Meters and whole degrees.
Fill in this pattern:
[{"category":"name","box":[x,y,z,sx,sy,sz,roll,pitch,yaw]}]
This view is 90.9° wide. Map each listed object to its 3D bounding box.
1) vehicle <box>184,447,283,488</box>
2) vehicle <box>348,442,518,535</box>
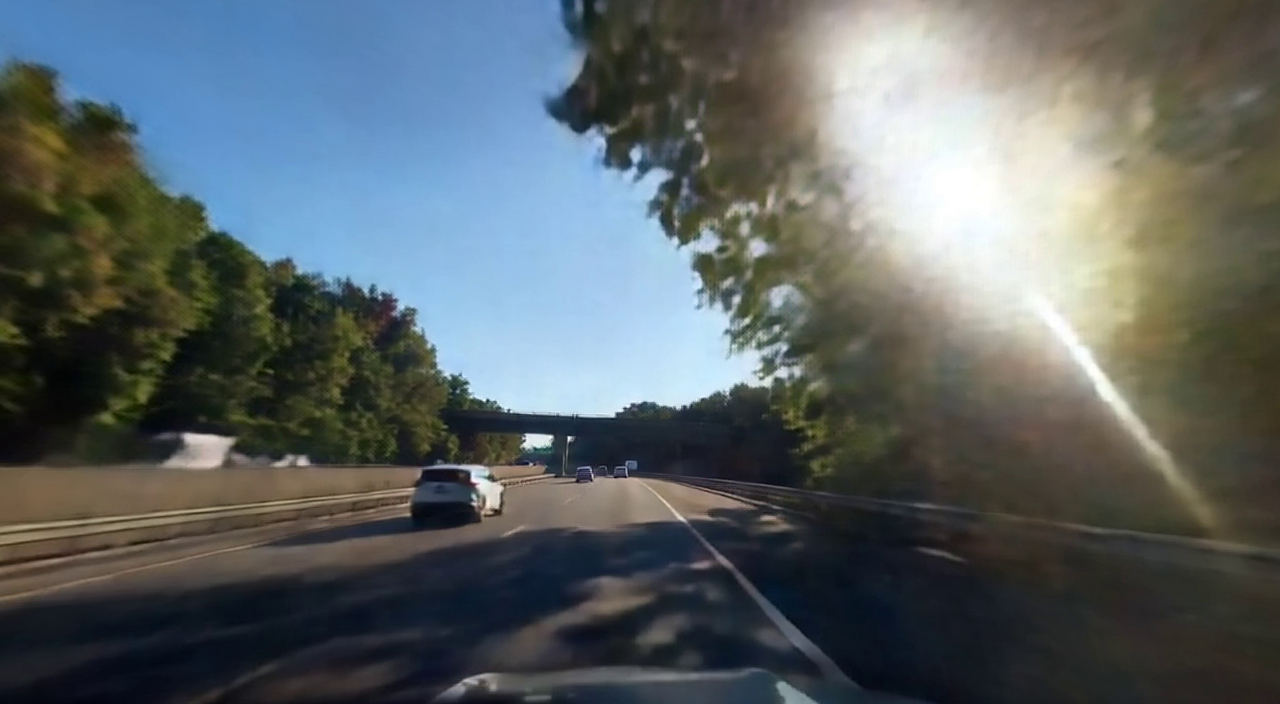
[{"category":"vehicle","box":[-17.237,4.954,26.939,1.735,1.581,3.830,1,-11,-2]},{"category":"vehicle","box":[-4.495,3.119,14.767,2.286,1.757,5.057,1,-11,0]}]
